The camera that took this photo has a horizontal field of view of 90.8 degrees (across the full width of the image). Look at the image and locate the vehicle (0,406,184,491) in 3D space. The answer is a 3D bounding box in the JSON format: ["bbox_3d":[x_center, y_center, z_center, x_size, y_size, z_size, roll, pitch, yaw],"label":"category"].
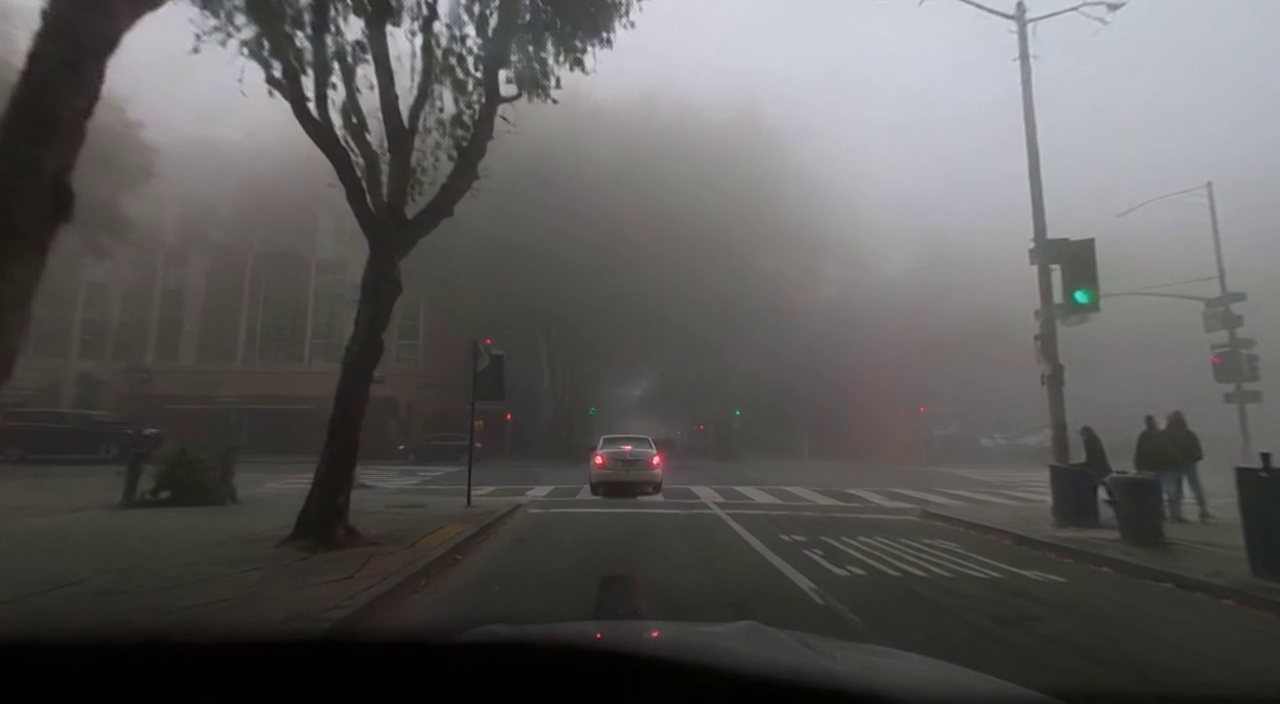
[{"bbox_3d":[-17.831,2.939,19.269,5.858,2.396,2.319,0,-9,-2],"label":"vehicle"}]

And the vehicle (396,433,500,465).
[{"bbox_3d":[-9.400,4.764,30.910,4.627,1.468,1.871,-3,-9,20],"label":"vehicle"}]

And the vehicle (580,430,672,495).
[{"bbox_3d":[-0.529,2.893,16.970,2.106,1.482,4.459,1,-9,-6],"label":"vehicle"}]
